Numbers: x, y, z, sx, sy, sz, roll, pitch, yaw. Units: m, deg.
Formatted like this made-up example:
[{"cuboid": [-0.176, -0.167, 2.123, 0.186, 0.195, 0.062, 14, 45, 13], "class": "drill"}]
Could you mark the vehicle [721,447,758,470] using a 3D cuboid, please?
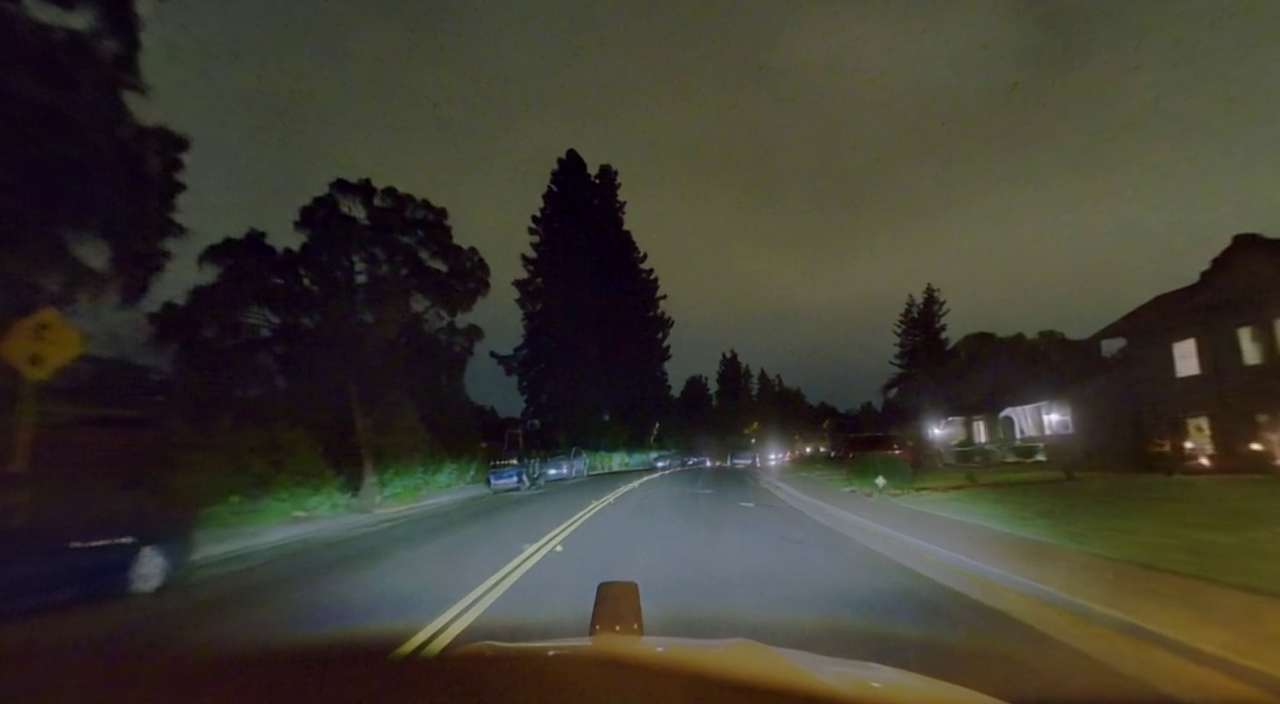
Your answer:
[{"cuboid": [6.589, 6.948, 41.475, 1.948, 1.408, 4.345, -3, -9, 14], "class": "vehicle"}]

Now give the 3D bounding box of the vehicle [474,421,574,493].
[{"cuboid": [-4.511, 4.442, 25.741, 2.334, 2.126, 6.444, -5, -15, 5], "class": "vehicle"}]

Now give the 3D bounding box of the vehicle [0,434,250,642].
[{"cuboid": [-5.936, 1.718, 5.809, 2.005, 1.557, 4.172, -3, -14, 0], "class": "vehicle"}]

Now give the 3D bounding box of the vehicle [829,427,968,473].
[{"cuboid": [11.382, 4.386, 28.234, 5.325, 1.939, 2.150, -2, -9, 11], "class": "vehicle"}]
